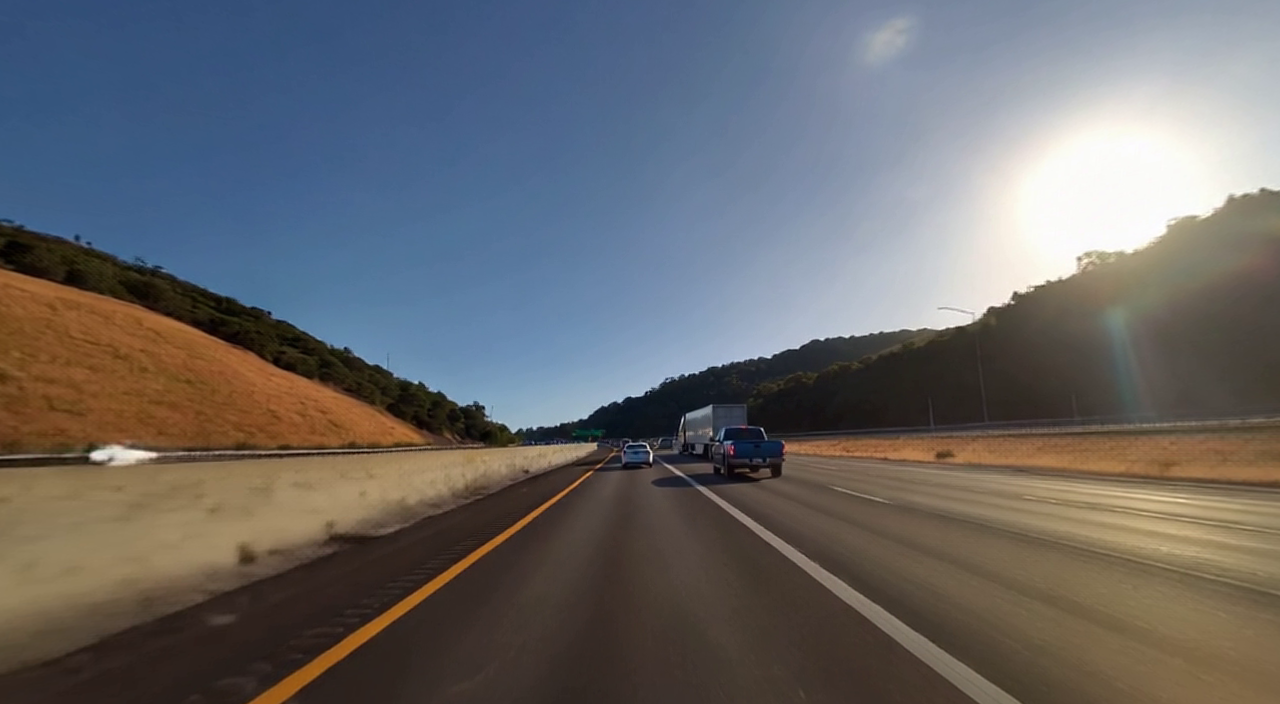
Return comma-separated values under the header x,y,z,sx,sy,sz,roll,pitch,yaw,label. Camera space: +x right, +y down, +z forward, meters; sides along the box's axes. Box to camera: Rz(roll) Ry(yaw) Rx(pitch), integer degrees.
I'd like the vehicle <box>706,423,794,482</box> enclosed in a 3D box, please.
x,y,z,sx,sy,sz,roll,pitch,yaw,label
3.650,3.461,21.888,2.098,1.794,4.561,0,-9,-2,vehicle

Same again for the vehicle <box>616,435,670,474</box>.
x,y,z,sx,sy,sz,roll,pitch,yaw,label
0.082,4.286,26.521,2.083,1.477,3.965,0,-9,-1,vehicle

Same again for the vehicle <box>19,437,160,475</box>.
x,y,z,sx,sy,sz,roll,pitch,yaw,label
-27.993,5.306,32.472,2.099,1.730,5.722,0,-9,0,vehicle
